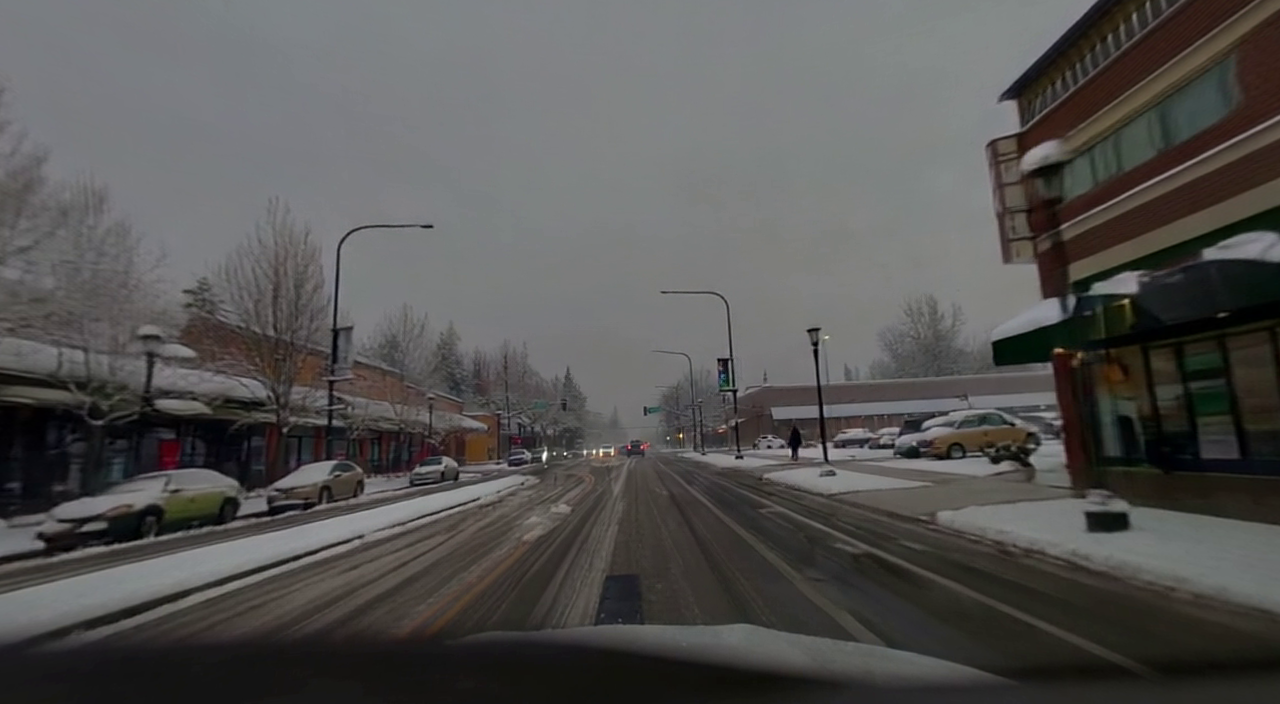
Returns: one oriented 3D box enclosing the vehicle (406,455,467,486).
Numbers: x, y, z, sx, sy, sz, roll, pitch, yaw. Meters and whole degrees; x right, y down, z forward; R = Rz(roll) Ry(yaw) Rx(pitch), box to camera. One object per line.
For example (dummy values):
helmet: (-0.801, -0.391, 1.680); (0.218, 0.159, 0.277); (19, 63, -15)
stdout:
vehicle: (-10.914, 6.371, 34.214); (1.828, 1.470, 4.523); (0, -8, 0)

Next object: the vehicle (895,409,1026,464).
vehicle: (12.735, 3.459, 25.614); (2.532, 1.997, 5.001); (0, -9, -2)

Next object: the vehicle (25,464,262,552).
vehicle: (-10.773, 3.362, 14.249); (1.784, 1.502, 4.344); (0, -8, 0)

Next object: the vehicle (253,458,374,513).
vehicle: (-10.844, 4.422, 21.383); (1.837, 1.586, 4.155); (0, -8, 1)
